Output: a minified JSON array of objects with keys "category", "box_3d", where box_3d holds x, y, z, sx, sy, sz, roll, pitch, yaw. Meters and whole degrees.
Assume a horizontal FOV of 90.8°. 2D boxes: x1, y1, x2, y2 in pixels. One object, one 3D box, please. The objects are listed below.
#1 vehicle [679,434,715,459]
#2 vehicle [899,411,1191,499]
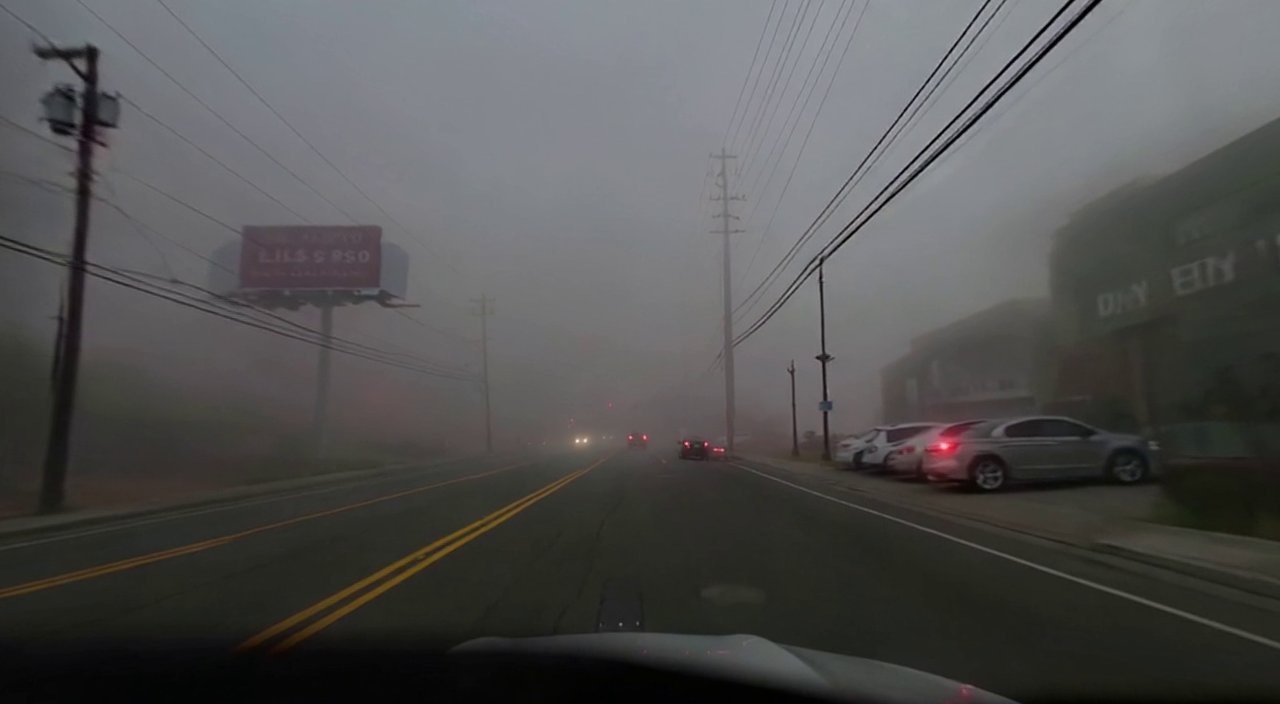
[{"category":"vehicle","box_3d":[3.611,6.104,40.823,1.926,1.482,4.442,0,-8,0]},{"category":"vehicle","box_3d":[10.078,2.599,16.203,5.771,2.013,2.414,-1,-8,0]}]
